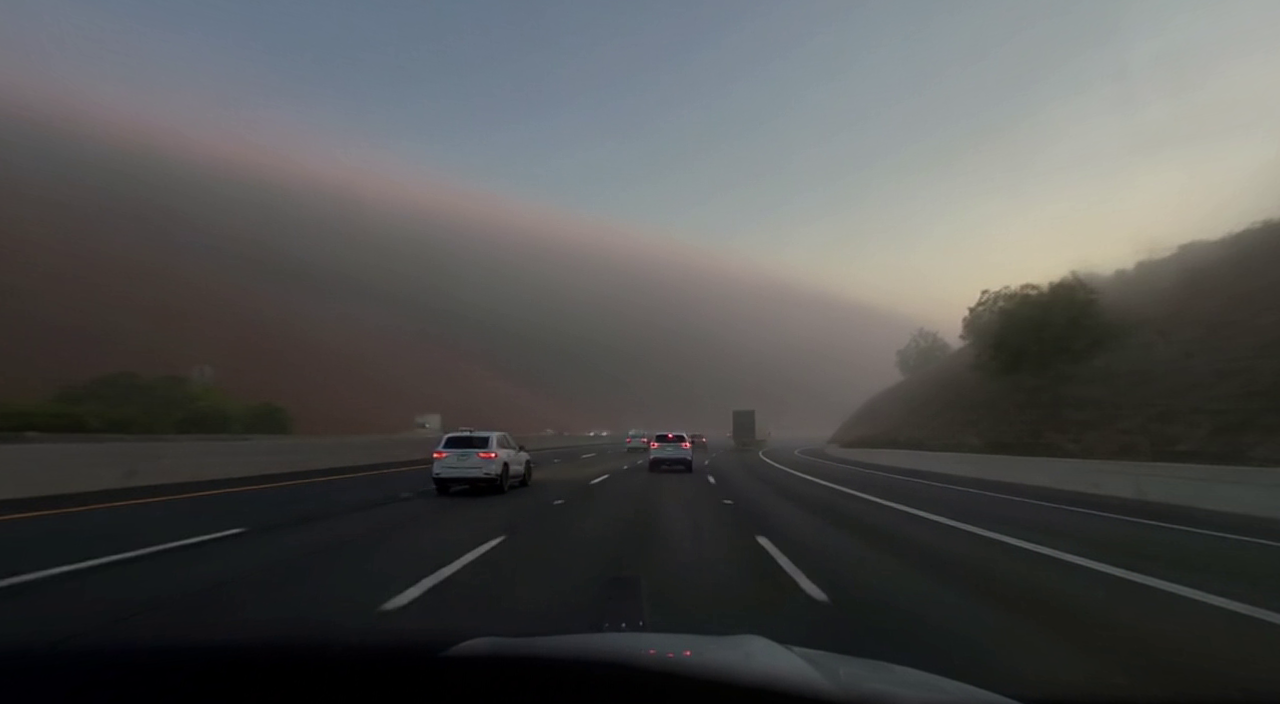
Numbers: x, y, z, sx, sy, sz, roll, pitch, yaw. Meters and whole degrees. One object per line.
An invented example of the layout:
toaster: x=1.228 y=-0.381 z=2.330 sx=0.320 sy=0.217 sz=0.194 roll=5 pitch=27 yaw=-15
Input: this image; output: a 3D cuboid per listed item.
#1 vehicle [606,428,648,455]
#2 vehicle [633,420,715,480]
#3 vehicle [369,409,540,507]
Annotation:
vehicle: x=-0.815 y=6.101 z=42.810 sx=2.194 sy=1.702 sz=4.305 roll=-1 pitch=-8 yaw=8
vehicle: x=1.164 y=3.321 z=21.556 sx=2.484 sy=1.820 sz=4.497 roll=-1 pitch=-8 yaw=4
vehicle: x=-3.672 y=2.209 z=13.499 sx=2.077 sy=1.712 sz=4.406 roll=-1 pitch=-8 yaw=4
